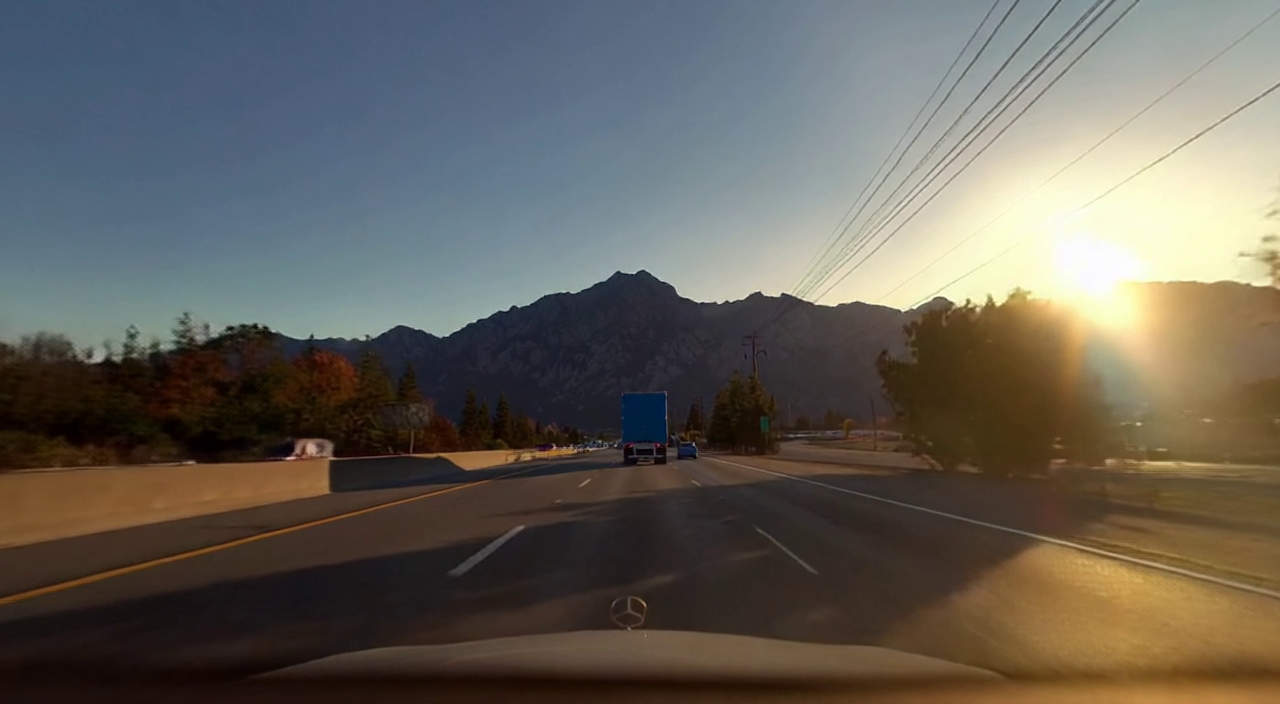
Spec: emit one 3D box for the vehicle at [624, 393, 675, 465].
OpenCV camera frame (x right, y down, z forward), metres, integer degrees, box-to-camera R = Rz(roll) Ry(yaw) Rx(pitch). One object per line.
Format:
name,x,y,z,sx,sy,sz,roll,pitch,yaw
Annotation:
vehicle,0.466,5.272,41.865,2.919,4.101,11.541,0,-8,-1

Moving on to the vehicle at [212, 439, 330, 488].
vehicle,-16.466,4.958,28.510,2.303,1.977,4.922,0,-8,0
